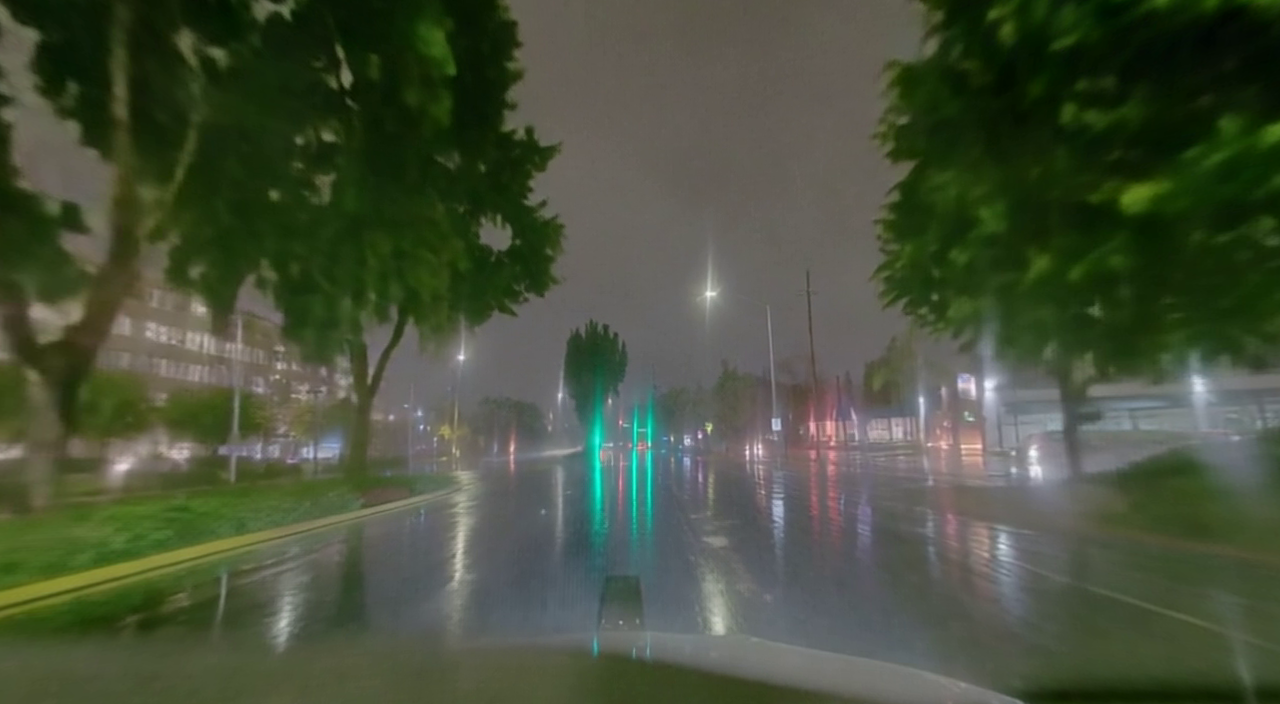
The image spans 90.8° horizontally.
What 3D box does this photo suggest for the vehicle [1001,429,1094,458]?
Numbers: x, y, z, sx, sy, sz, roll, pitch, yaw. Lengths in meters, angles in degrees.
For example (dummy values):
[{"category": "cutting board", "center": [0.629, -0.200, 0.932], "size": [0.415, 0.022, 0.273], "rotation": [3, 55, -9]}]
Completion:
[{"category": "vehicle", "center": [22.258, 5.040, 34.758], "size": [1.834, 1.444, 4.703], "rotation": [0, -8, -3]}]
